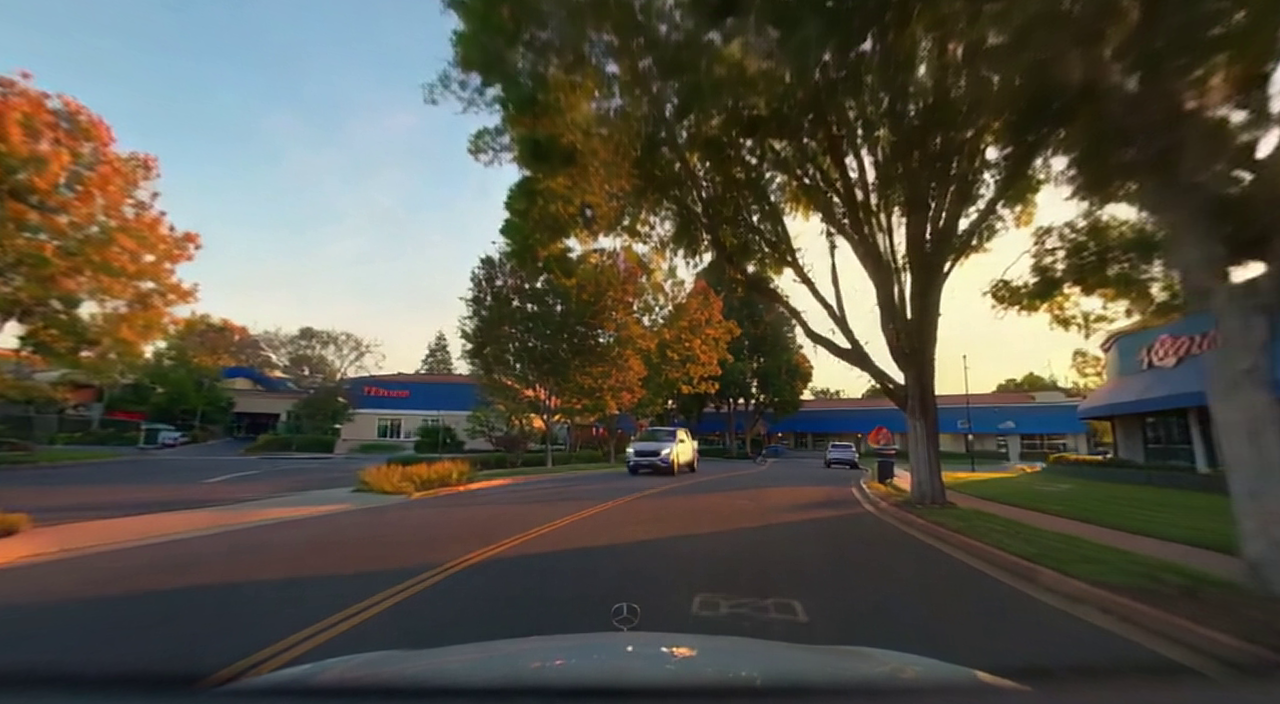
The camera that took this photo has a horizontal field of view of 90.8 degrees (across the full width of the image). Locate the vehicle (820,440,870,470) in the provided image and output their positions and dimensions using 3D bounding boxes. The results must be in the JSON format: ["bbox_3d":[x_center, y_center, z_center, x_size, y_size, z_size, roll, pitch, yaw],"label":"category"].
[{"bbox_3d":[13.066,6.577,40.656,2.292,1.767,5.128,-2,-9,10],"label":"vehicle"}]

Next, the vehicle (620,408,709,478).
[{"bbox_3d":[1.315,4.206,29.153,2.674,2.815,6.582,-2,-9,15],"label":"vehicle"}]
